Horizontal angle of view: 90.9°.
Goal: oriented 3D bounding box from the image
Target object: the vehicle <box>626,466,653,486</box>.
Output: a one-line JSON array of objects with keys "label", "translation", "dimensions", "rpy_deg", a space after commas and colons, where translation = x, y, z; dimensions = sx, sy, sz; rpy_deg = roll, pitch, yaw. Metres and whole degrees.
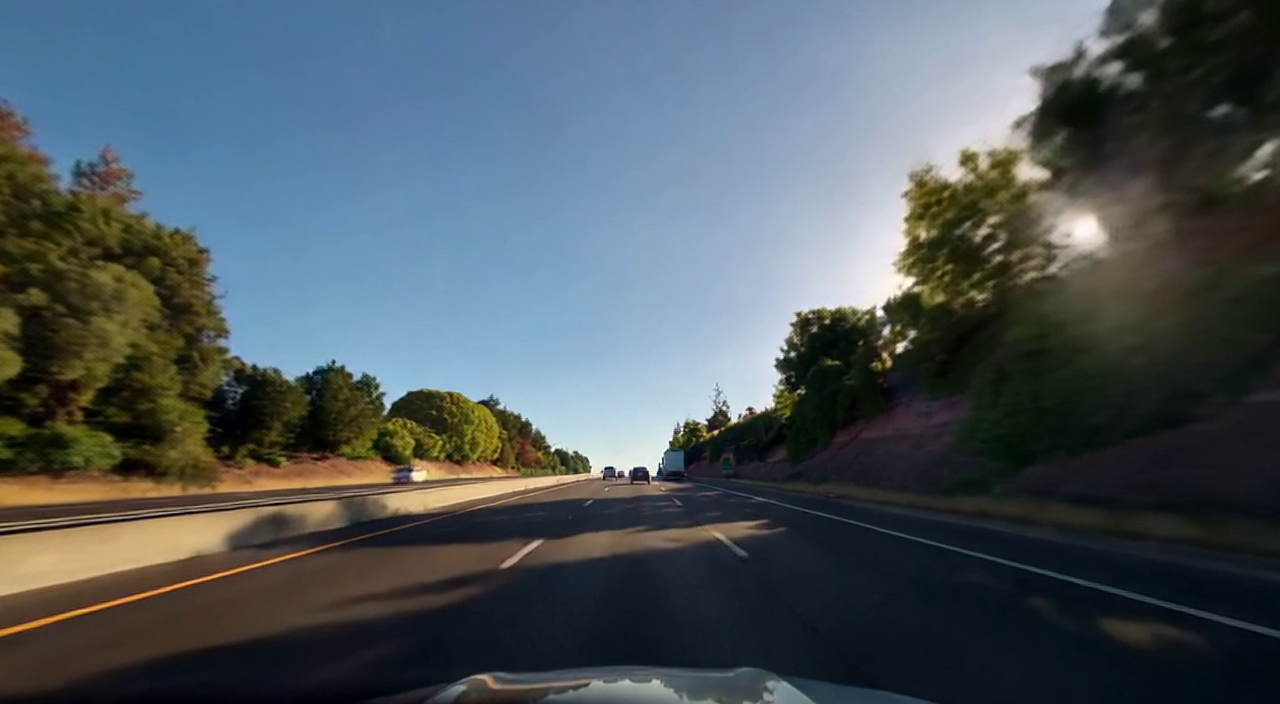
[{"label": "vehicle", "translation": [-0.083, 9.739, 49.503], "dimensions": [2.015, 1.478, 3.920], "rpy_deg": [1, -10, -1]}]
